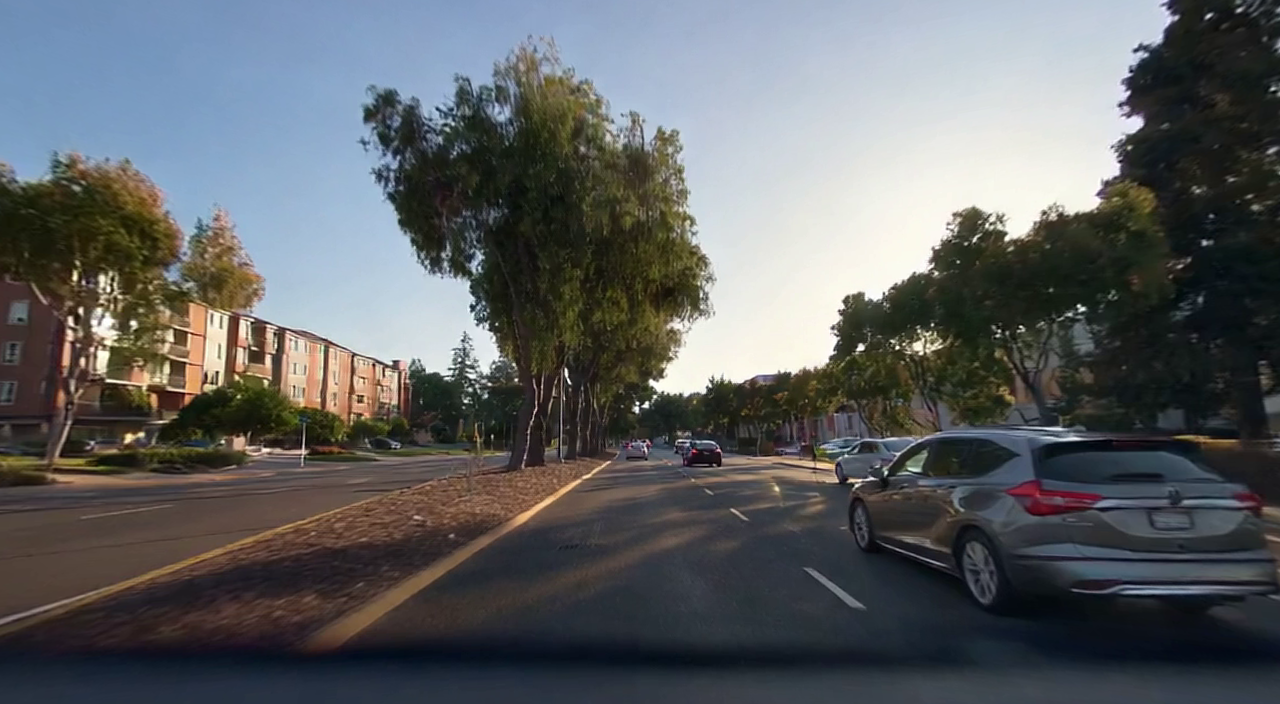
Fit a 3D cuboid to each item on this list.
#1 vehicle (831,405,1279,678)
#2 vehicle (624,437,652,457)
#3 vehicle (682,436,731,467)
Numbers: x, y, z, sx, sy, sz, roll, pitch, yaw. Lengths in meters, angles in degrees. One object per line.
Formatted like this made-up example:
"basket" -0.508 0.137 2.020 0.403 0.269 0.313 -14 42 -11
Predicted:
"vehicle" 3.371 1.344 5.597 2.034 1.496 4.040 0 -8 -1
"vehicle" -0.195 7.478 49.796 2.095 1.456 3.873 0 -8 -1
"vehicle" 3.442 5.230 33.521 1.953 1.514 4.672 0 -8 -2
